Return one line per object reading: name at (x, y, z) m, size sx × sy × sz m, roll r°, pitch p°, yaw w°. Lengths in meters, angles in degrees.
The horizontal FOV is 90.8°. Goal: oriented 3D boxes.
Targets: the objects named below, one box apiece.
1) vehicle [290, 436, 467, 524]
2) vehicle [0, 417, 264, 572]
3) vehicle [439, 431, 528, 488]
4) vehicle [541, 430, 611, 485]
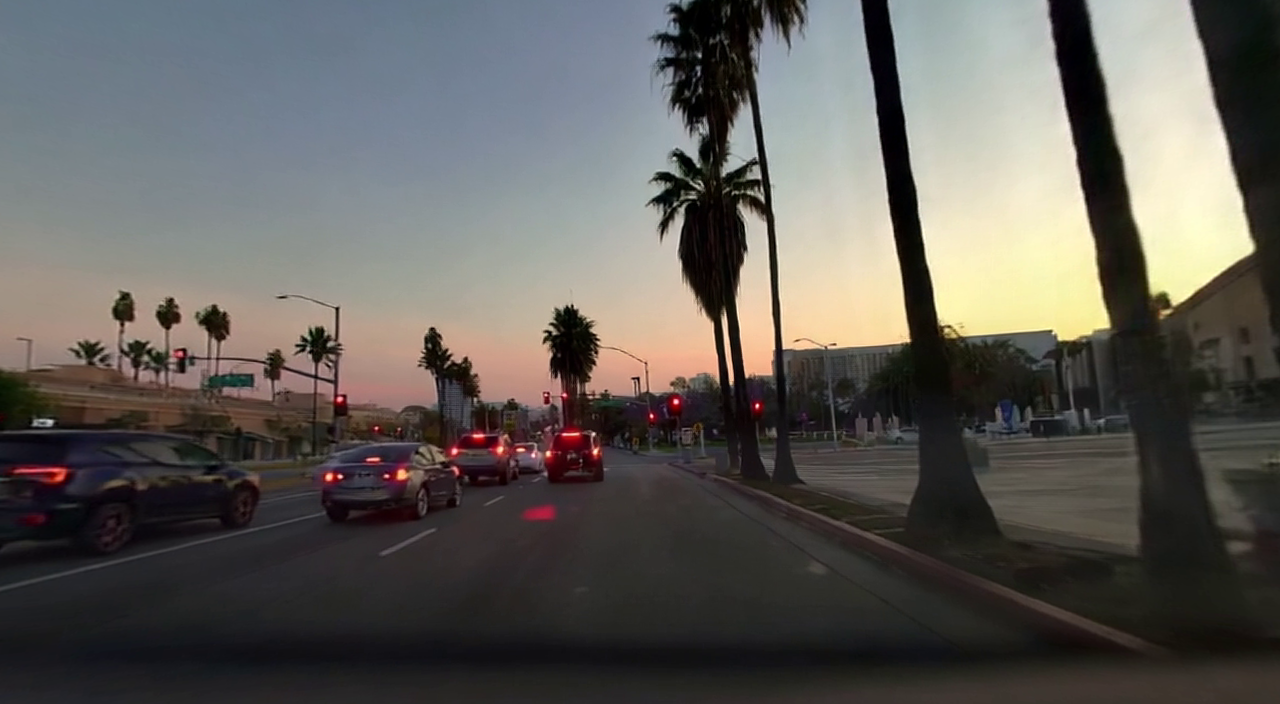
vehicle at (-5.361, 2.677, 13.799) m, size 1.885 × 1.567 × 4.775 m, roll 0°, pitch -9°, yaw -1°
vehicle at (-8.673, 2.120, 10.219) m, size 2.178 × 1.864 × 5.005 m, roll 0°, pitch -9°, yaw -1°
vehicle at (-5.543, 3.885, 23.062) m, size 2.025 × 1.862 × 4.804 m, roll 0°, pitch -9°, yaw 0°
vehicle at (-2.176, 3.770, 22.708) m, size 2.153 × 1.759 × 4.320 m, roll 0°, pitch -9°, yaw -2°
